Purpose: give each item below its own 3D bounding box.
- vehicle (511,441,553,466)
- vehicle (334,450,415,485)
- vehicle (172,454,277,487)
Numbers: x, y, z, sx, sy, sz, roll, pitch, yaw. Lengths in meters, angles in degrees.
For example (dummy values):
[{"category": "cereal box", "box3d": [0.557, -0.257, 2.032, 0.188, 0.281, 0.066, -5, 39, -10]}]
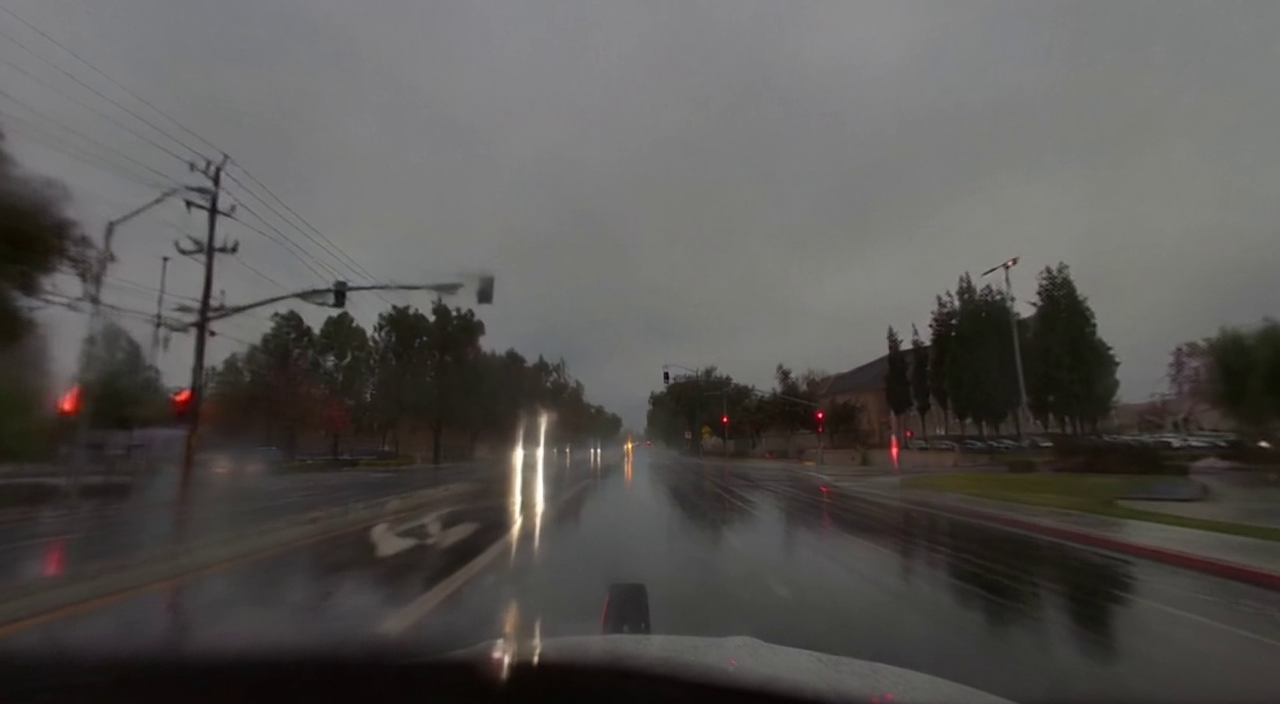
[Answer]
[{"category": "vehicle", "box3d": [-8.452, 8.001, 49.919, 2.206, 1.836, 5.559, 0, -8, 2]}, {"category": "vehicle", "box3d": [-12.058, 5.247, 28.951, 1.825, 1.435, 4.211, 0, -8, 1]}, {"category": "vehicle", "box3d": [-20.440, 5.777, 30.945, 5.038, 1.435, 2.074, -5, -9, 29]}]
